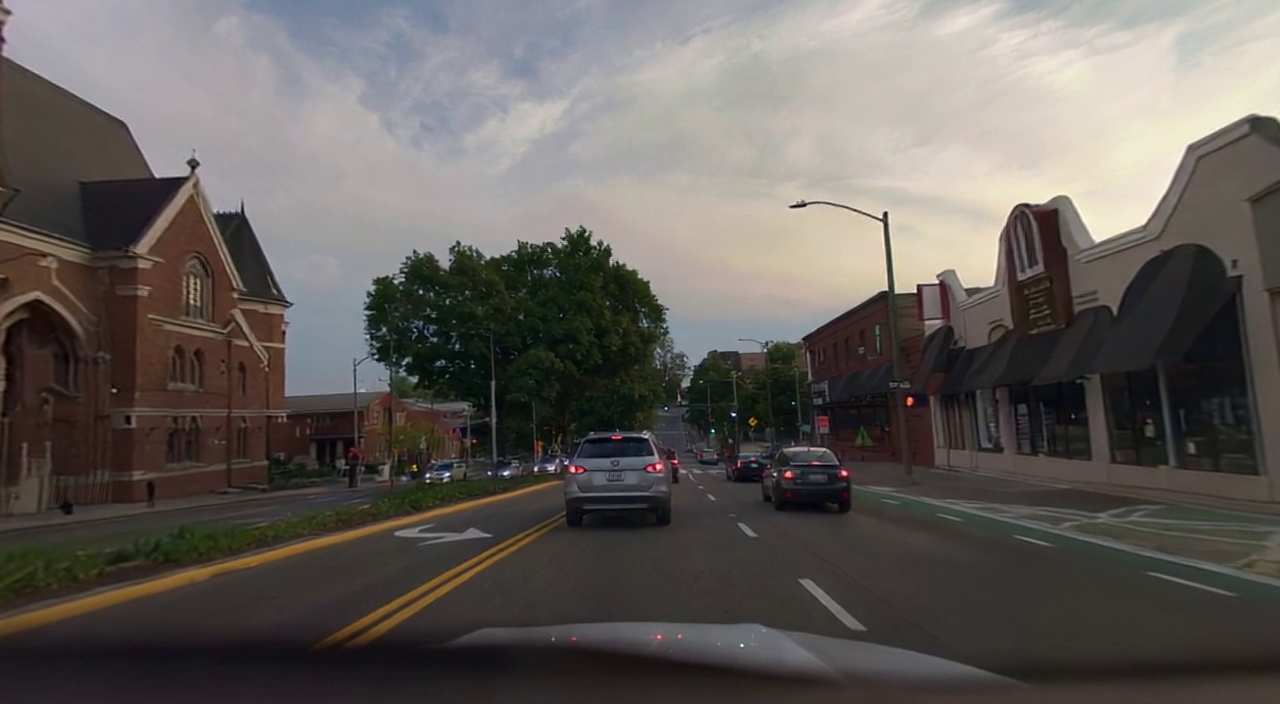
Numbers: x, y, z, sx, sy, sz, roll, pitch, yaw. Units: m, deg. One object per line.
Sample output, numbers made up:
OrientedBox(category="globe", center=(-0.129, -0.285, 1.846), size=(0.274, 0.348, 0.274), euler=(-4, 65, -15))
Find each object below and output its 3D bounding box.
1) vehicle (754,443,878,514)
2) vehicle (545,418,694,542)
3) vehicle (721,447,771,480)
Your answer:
OrientedBox(category="vehicle", center=(4.094, 2.982, 15.482), size=(1.883, 1.472, 4.471), euler=(0, -8, 2))
OrientedBox(category="vehicle", center=(-0.195, 2.174, 11.320), size=(2.168, 1.776, 4.135), euler=(-1, -8, 3))
OrientedBox(category="vehicle", center=(5.059, 5.344, 30.642), size=(1.890, 1.491, 4.166), euler=(0, -8, 3))
